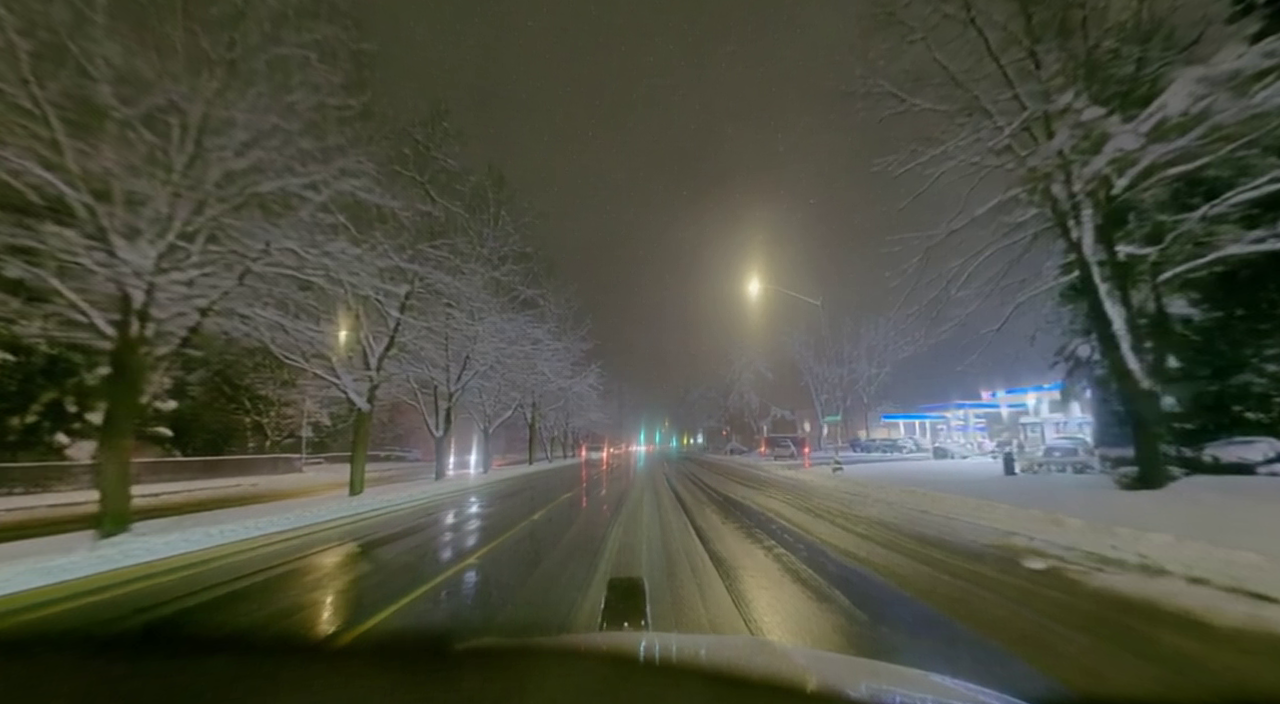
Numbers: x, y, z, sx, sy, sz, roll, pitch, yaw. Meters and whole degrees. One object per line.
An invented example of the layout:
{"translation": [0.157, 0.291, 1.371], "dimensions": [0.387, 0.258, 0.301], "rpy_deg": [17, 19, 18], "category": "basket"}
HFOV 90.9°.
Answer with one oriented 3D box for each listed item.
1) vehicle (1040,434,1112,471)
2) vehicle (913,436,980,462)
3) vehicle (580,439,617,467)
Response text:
{"translation": [20.864, 4.782, 30.066], "dimensions": [4.394, 1.624, 1.803], "rpy_deg": [8, -13, -43], "category": "vehicle"}
{"translation": [21.462, 6.767, 44.107], "dimensions": [4.484, 1.697, 1.959], "rpy_deg": [5, -10, -30], "category": "vehicle"}
{"translation": [-2.826, 7.052, 44.114], "dimensions": [2.196, 1.801, 4.542], "rpy_deg": [0, -8, 1], "category": "vehicle"}
